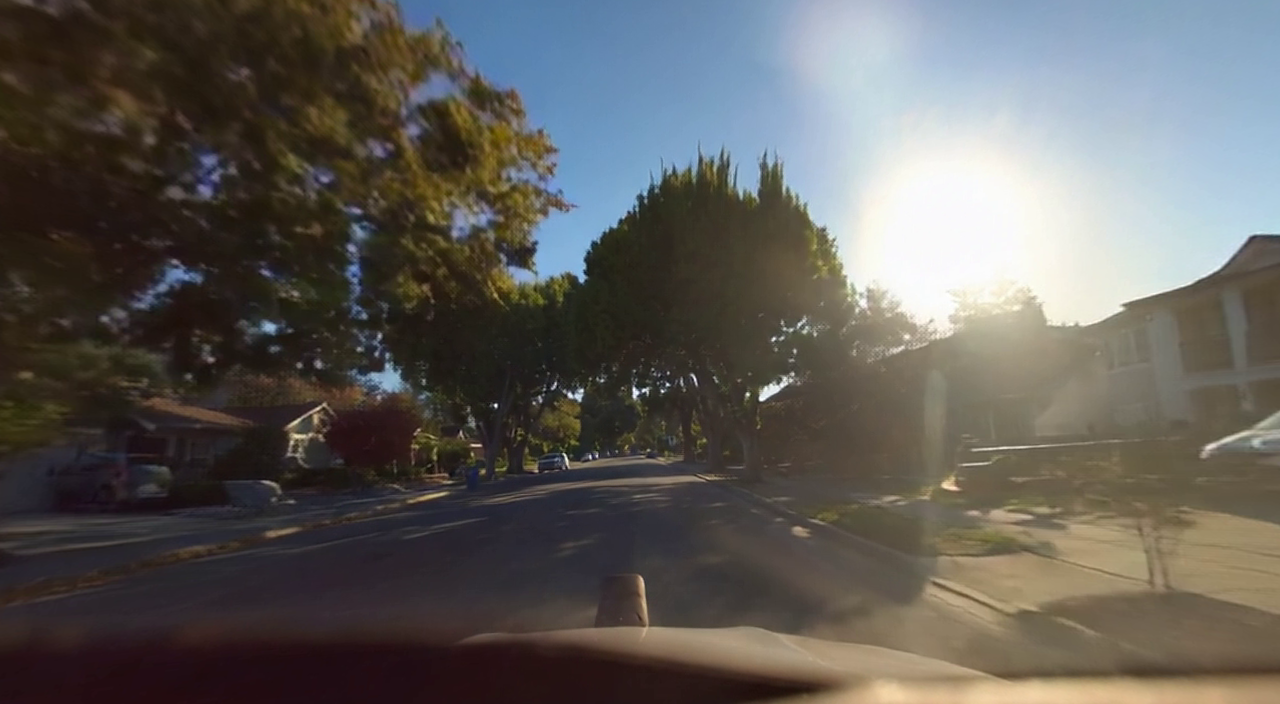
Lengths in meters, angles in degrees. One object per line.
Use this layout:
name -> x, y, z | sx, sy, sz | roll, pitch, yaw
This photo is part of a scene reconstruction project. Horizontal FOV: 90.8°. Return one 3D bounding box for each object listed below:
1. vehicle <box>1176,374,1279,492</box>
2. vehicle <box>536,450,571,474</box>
vehicle -> 11.297, 1.047, 9.245 | 4.894, 1.616, 1.965 | -4, -9, 2
vehicle -> -6.690, 8.534, 49.199 | 2.078, 1.745, 5.119 | 0, -9, -1
